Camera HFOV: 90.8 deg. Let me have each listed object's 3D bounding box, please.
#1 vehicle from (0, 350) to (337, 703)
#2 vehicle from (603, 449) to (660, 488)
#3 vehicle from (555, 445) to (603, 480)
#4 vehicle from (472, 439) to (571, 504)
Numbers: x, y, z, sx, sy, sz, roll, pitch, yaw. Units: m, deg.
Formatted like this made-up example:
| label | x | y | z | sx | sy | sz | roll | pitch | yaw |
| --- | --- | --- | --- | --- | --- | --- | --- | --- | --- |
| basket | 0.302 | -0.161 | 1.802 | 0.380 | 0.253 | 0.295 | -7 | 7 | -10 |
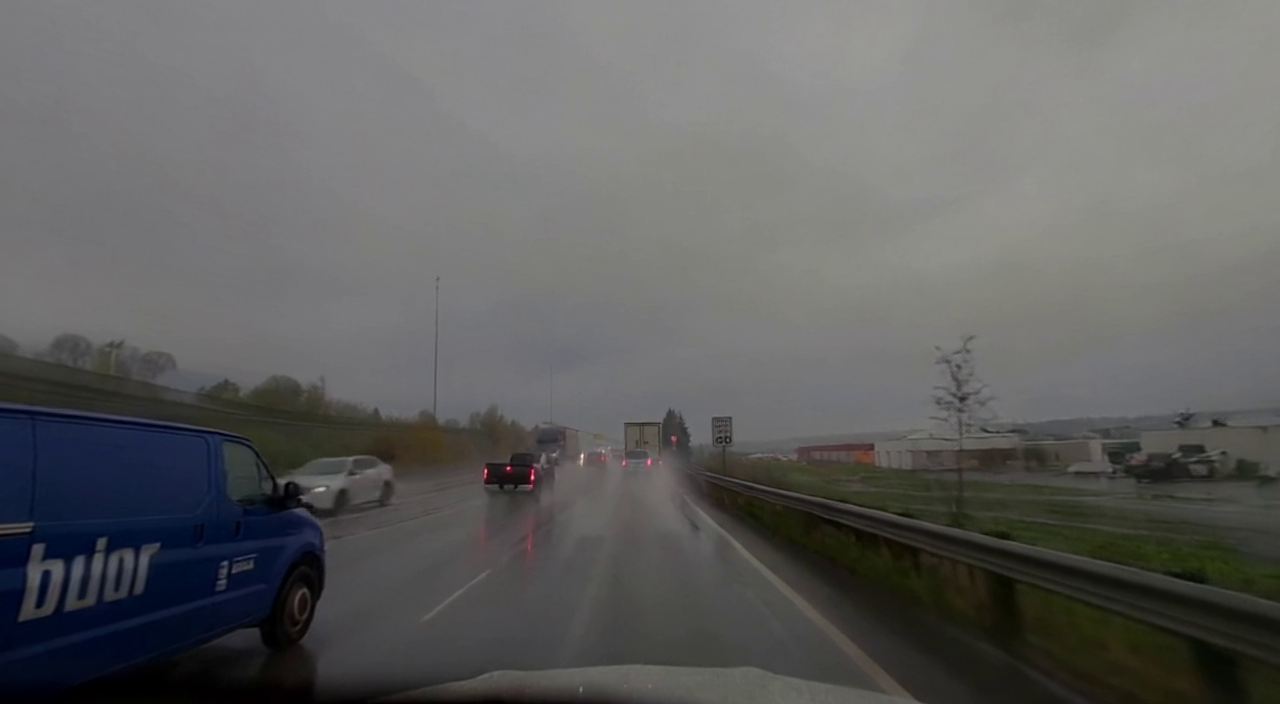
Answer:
| label | x | y | z | sx | sy | sz | roll | pitch | yaw |
| --- | --- | --- | --- | --- | --- | --- | --- | --- | --- |
| vehicle | -3.274 | 0.858 | 2.243 | 2.117 | 1.688 | 4.582 | 0 | -9 | 0 |
| vehicle | -0.298 | 4.587 | 25.129 | 2.095 | 1.393 | 3.908 | 0 | -9 | 0 |
| vehicle | -3.053 | 5.636 | 32.385 | 1.994 | 1.663 | 4.047 | 0 | -9 | 1 |
| vehicle | -3.198 | 3.323 | 17.978 | 1.937 | 1.600 | 4.141 | 0 | -9 | 1 |
